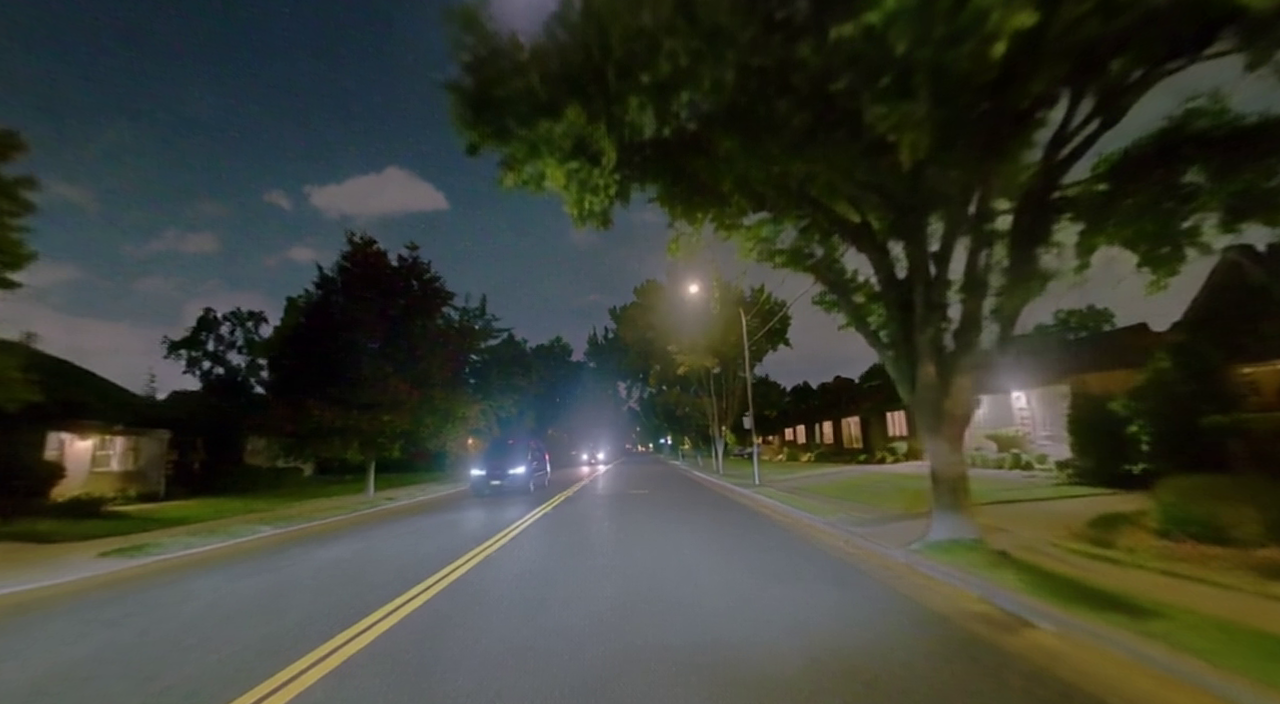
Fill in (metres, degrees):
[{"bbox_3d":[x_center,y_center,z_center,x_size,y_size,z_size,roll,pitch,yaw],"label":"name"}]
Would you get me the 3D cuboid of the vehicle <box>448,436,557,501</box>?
[{"bbox_3d":[-4.306,3.756,20.901,2.303,1.813,5.660,0,-8,0],"label":"vehicle"}]
